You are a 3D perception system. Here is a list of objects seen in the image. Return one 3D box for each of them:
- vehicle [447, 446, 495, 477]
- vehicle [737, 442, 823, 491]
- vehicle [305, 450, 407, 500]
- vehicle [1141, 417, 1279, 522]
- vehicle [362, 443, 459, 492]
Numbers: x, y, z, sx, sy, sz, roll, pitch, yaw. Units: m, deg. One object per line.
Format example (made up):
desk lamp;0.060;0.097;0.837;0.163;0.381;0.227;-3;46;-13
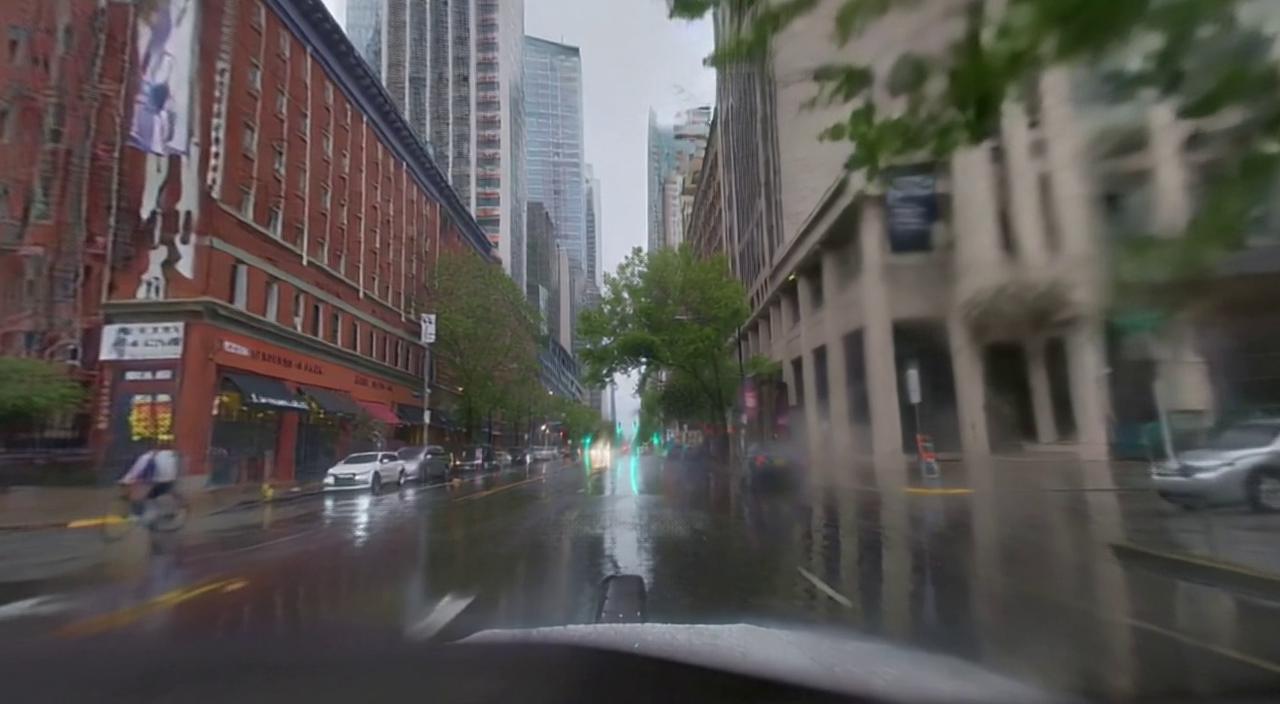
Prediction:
vehicle;-11.578;7.515;43.731;1.970;1.828;5.519;-3;-8;-2
vehicle;4.789;3.967;22.346;1.929;1.522;4.543;0;-8;-1
vehicle;-11.207;4.845;25.377;1.992;1.629;4.773;-3;-8;-1
vehicle;11.633;1.963;10.816;4.380;1.608;1.942;0;-8;0
vehicle;-11.102;5.573;31.177;2.574;1.922;6.292;-4;-8;-2
